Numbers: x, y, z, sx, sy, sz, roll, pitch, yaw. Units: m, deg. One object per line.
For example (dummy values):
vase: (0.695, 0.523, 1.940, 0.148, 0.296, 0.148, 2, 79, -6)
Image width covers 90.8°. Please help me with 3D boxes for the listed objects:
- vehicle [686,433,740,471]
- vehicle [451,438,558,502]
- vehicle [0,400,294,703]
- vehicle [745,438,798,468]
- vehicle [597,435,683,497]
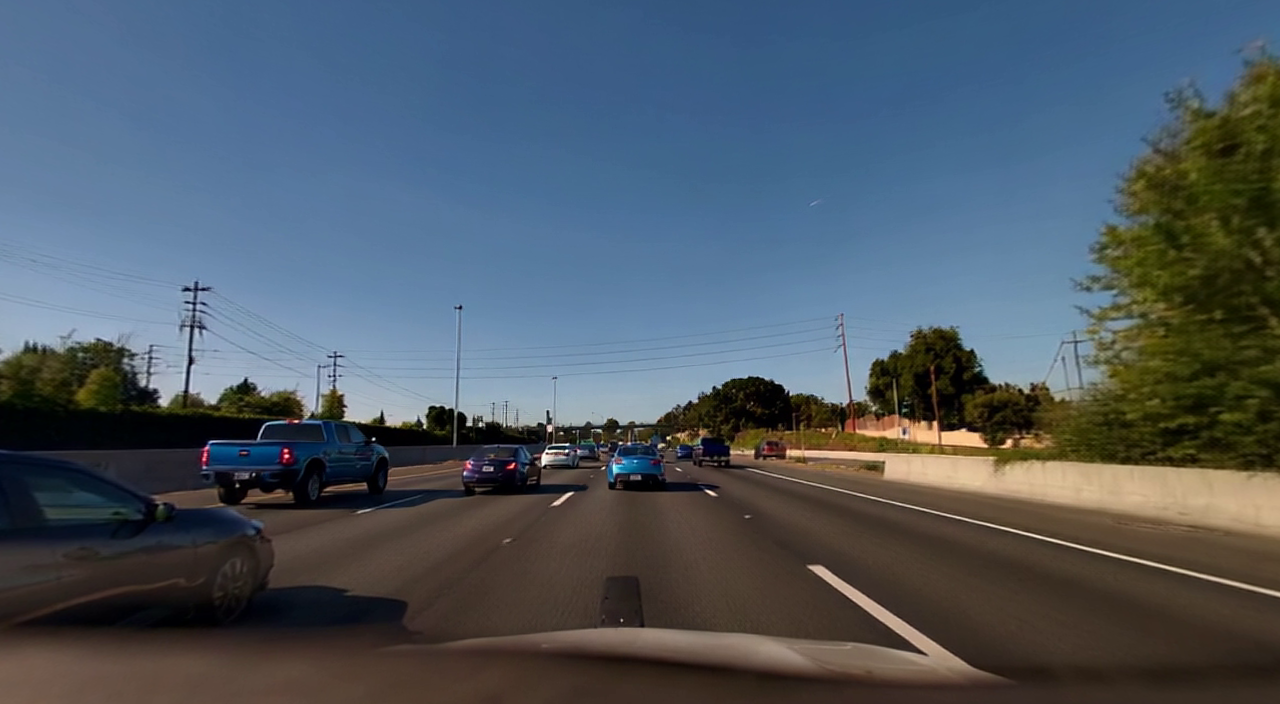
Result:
vehicle: (3.777, 5.313, 33.751, 2.113, 1.800, 5.376, 0, -8, -2)
vehicle: (-3.362, 2.995, 16.521, 1.899, 1.437, 4.131, 0, -8, 0)
vehicle: (-3.671, 0.929, 2.479, 1.955, 1.481, 4.604, 0, -8, 1)
vehicle: (7.754, 5.996, 37.713, 1.969, 1.608, 4.865, 0, -8, -1)
vehicle: (-0.023, 3.143, 17.839, 2.102, 1.499, 4.439, 0, -8, -1)
